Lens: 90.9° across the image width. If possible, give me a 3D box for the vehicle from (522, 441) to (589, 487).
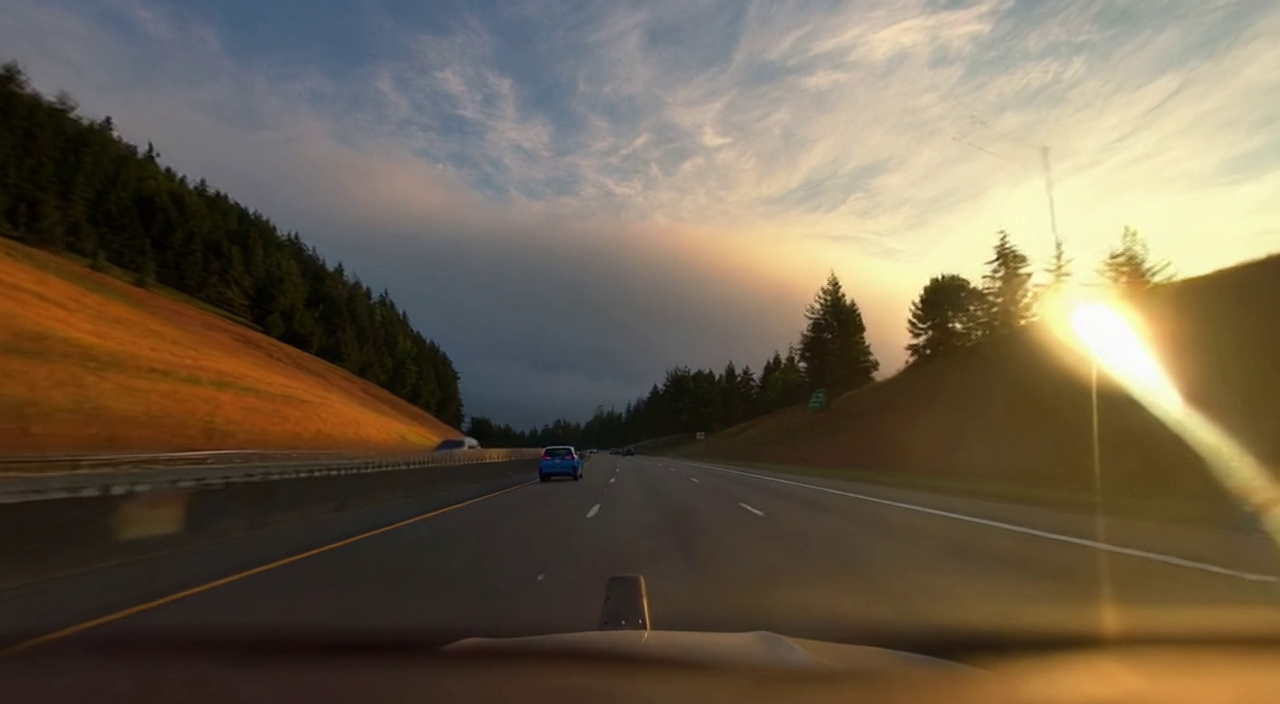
[{"bbox_3d":[-3.267,4.425,25.154,2.115,1.670,4.261,0,-9,0],"label":"vehicle"}]
